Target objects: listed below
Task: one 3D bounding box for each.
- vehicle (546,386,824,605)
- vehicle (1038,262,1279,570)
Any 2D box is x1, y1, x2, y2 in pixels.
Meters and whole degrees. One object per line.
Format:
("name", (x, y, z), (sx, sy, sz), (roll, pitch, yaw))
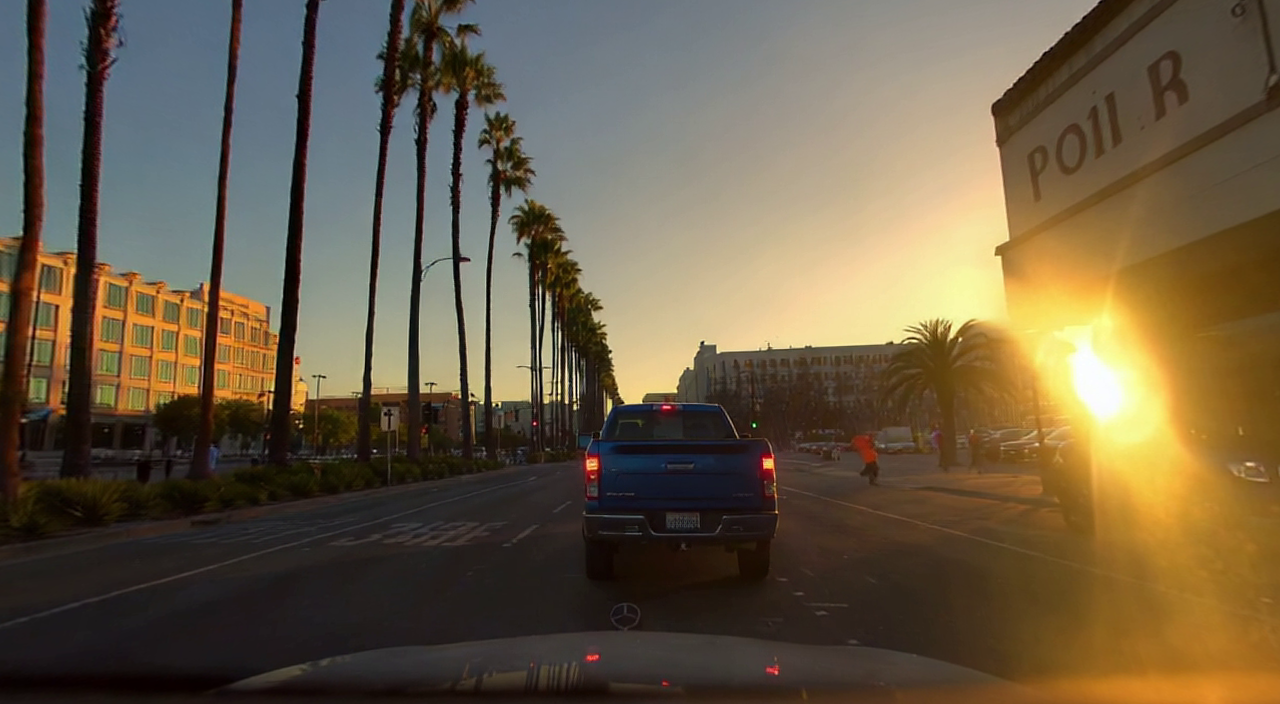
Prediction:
("vehicle", (0.407, 1.589, 7.992), (2.311, 1.819, 5.255), (0, -8, 1))
("vehicle", (7.894, 0.893, 8.600), (2.666, 3.345, 3.622), (-1, -9, 7))
